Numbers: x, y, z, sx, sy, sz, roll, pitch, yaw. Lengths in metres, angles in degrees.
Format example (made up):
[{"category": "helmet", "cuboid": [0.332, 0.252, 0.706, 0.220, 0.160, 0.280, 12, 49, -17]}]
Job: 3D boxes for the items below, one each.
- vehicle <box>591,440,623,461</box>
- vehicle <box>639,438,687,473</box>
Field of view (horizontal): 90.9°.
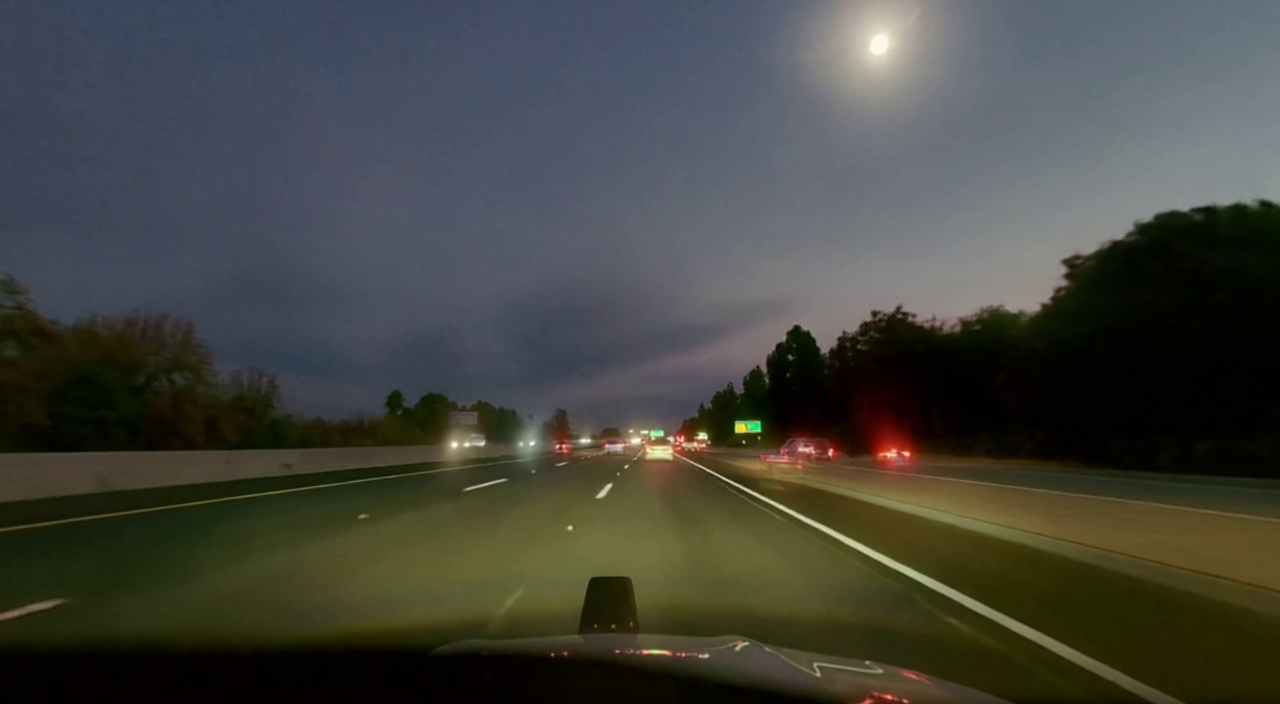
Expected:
[{"category": "vehicle", "cuboid": [-2.414, 7.376, 47.396, 2.103, 1.512, 4.155, 0, -8, 1]}, {"category": "vehicle", "cuboid": [1.084, 5.267, 32.440, 2.240, 1.646, 4.949, 0, -8, 0]}]
